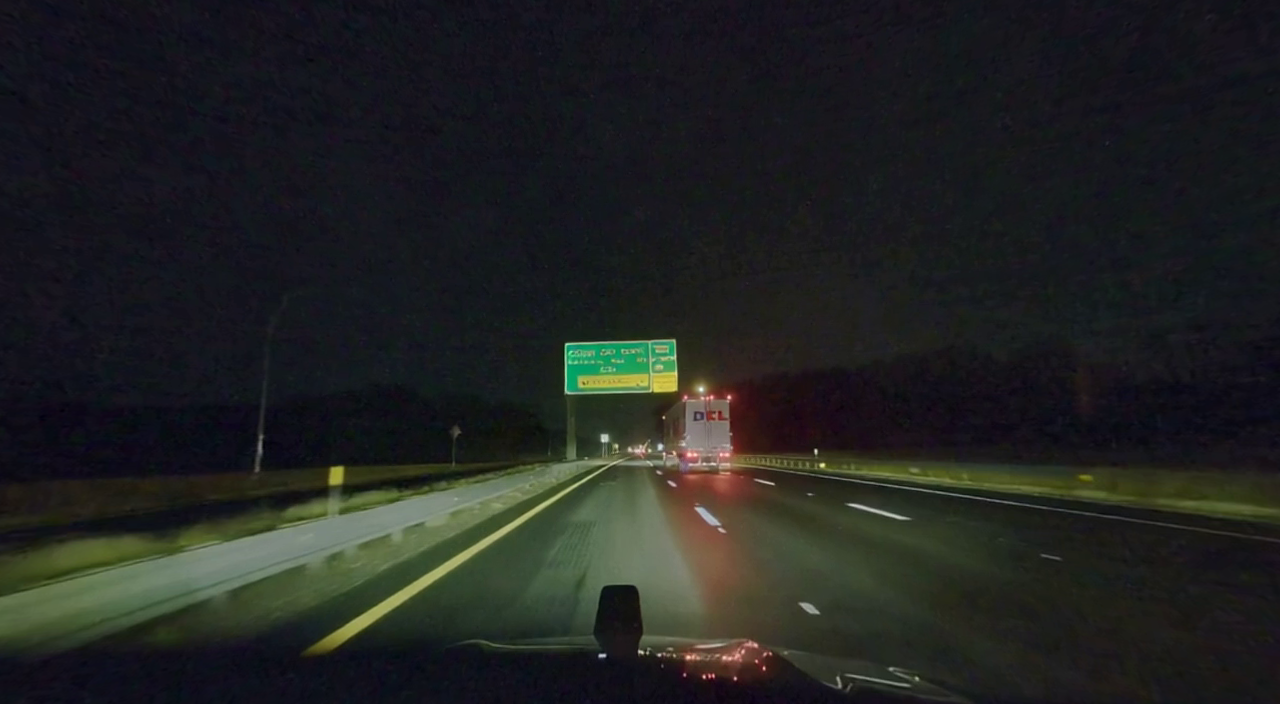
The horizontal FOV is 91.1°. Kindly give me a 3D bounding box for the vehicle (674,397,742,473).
[{"bbox_3d":[3.893,5.091,37.974,2.879,4.075,8.126,0,-9,-2],"label":"vehicle"}]
